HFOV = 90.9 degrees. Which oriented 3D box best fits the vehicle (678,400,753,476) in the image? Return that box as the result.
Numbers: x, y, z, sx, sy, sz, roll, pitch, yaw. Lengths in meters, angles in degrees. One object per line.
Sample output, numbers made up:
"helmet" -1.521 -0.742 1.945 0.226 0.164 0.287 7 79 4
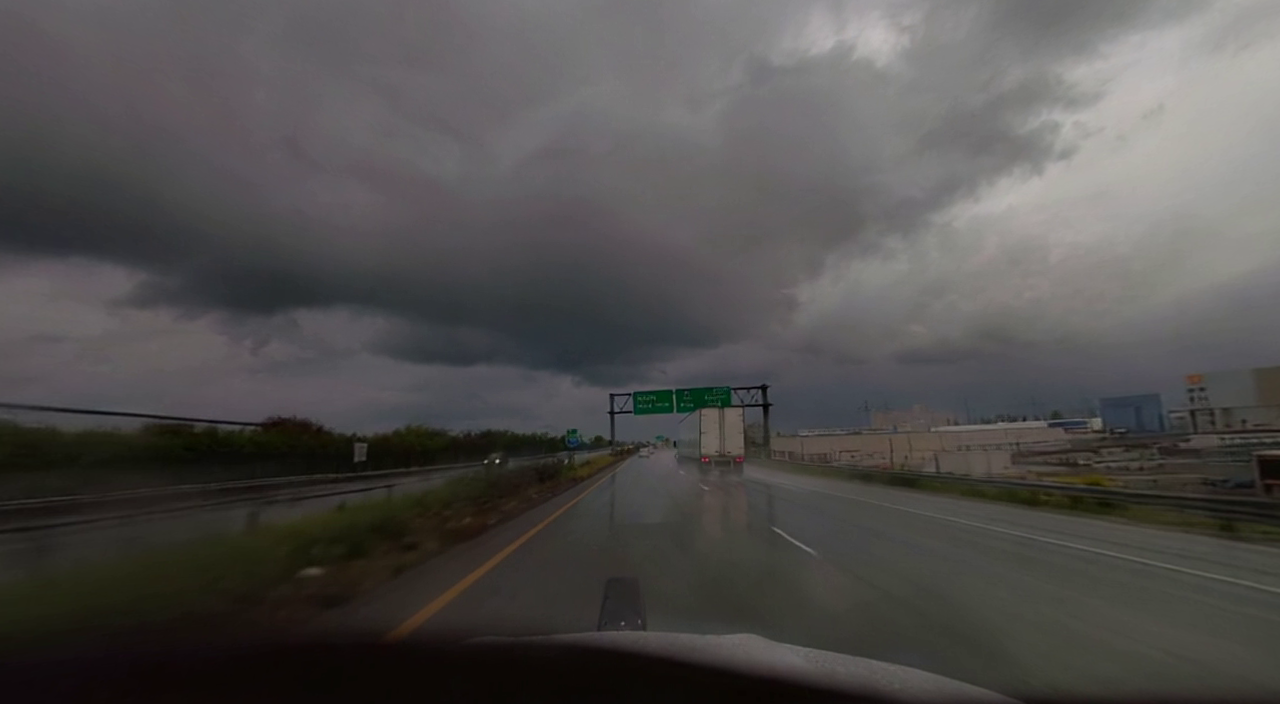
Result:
"vehicle" 4.423 5.636 40.624 3.038 4.047 13.741 0 -9 0
